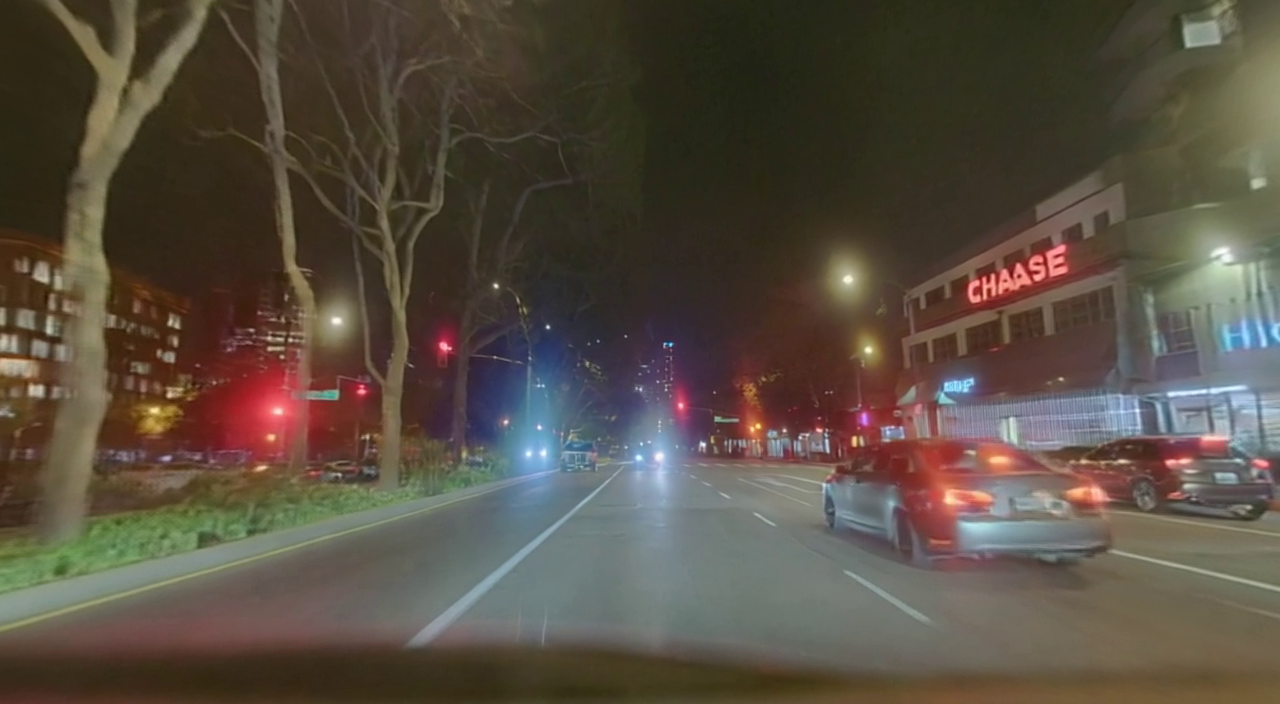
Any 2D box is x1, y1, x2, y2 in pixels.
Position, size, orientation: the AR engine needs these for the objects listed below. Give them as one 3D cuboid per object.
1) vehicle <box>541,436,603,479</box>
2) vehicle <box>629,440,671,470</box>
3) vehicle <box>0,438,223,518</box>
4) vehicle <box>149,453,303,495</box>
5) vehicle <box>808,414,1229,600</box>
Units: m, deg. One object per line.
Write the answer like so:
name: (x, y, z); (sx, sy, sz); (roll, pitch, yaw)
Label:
vehicle: (-2.802, 4.475, 27.054); (2.057, 1.678, 4.639); (-1, -8, 1)
vehicle: (0.510, 5.383, 33.210); (2.059, 1.477, 3.988); (0, -8, 0)
vehicle: (-15.269, 3.508, 18.328); (2.337, 1.895, 5.872); (0, -8, -1)
vehicle: (-15.804, 4.657, 24.232); (4.481, 1.455, 2.068); (-1, -8, 2)
vehicle: (3.794, 1.649, 7.733); (2.109, 1.510, 4.927); (0, -8, 0)
